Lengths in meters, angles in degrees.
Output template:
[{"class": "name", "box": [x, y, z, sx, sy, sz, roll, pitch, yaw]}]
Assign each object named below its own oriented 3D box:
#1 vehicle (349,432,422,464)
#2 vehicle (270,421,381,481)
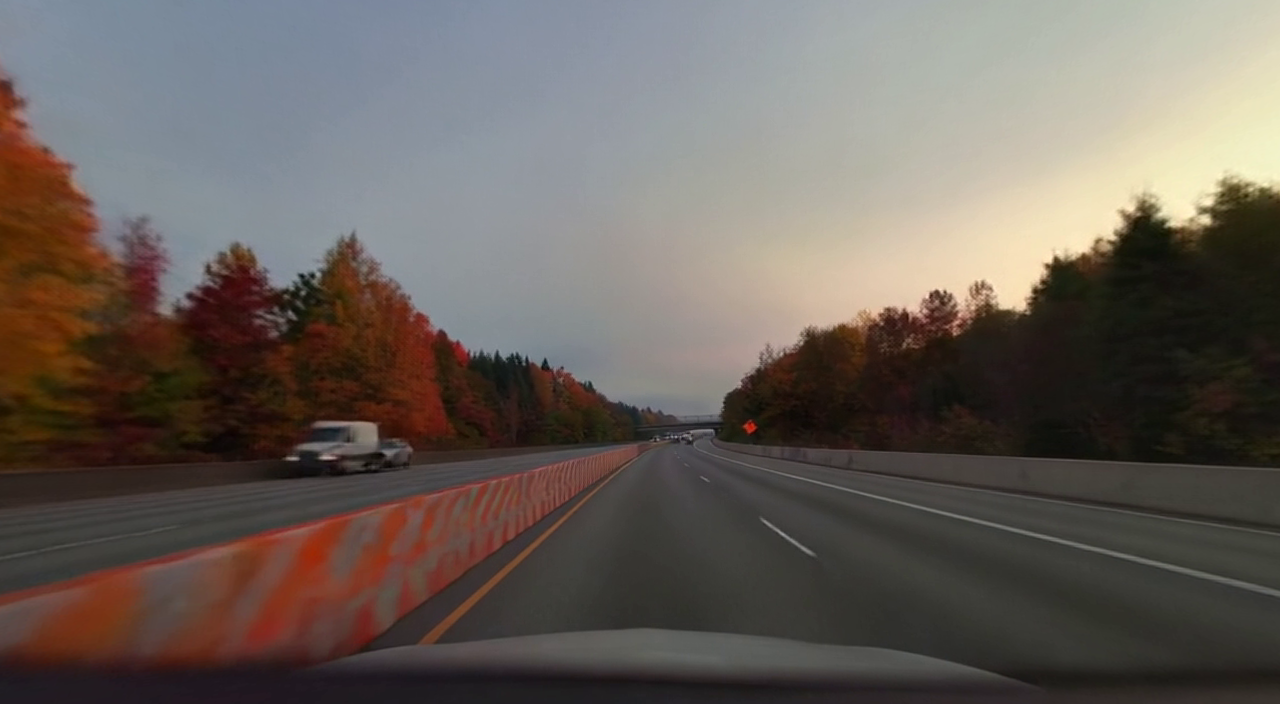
[{"class": "vehicle", "box": [-14.507, 5.514, 36.190, 1.984, 1.726, 4.775, 0, -8, 3]}, {"class": "vehicle", "box": [-14.593, 4.641, 29.640, 2.268, 2.551, 5.343, 0, -8, 2]}]
